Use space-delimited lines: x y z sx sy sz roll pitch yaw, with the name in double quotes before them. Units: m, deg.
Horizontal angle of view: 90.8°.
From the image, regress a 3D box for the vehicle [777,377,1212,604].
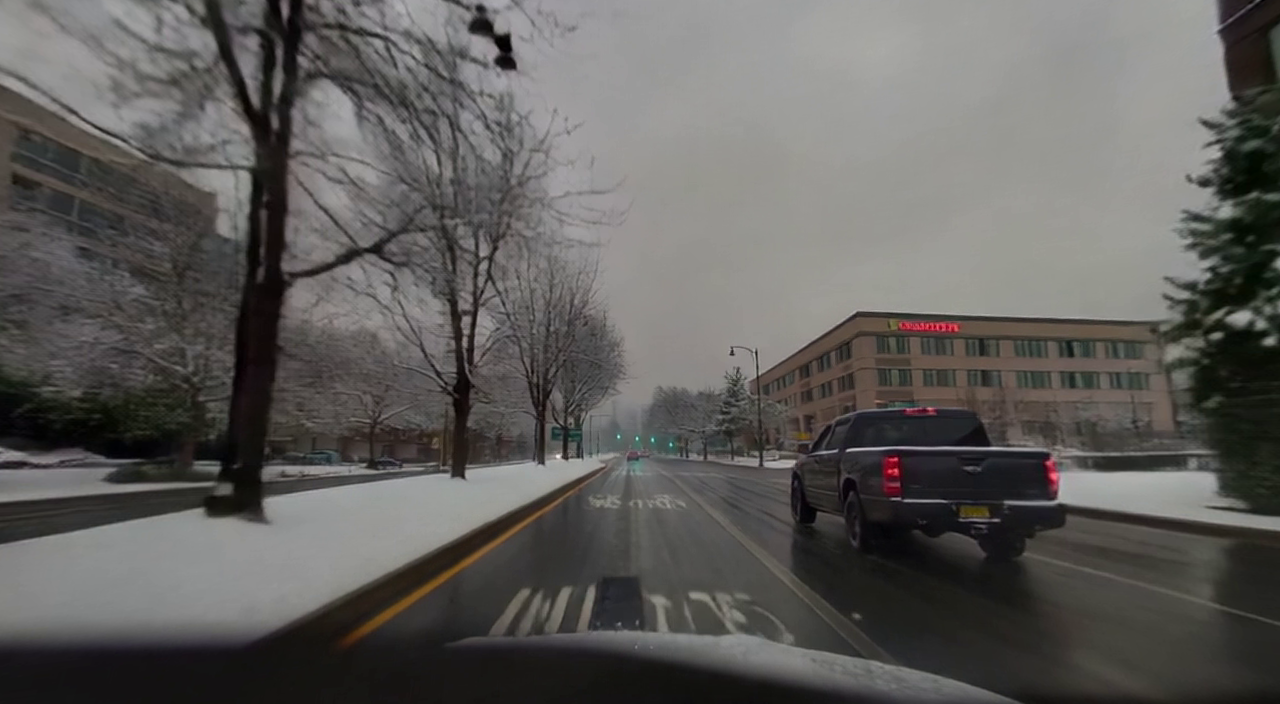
"vehicle" 3.662 1.591 8.168 2.505 1.971 5.162 0 -9 -1
